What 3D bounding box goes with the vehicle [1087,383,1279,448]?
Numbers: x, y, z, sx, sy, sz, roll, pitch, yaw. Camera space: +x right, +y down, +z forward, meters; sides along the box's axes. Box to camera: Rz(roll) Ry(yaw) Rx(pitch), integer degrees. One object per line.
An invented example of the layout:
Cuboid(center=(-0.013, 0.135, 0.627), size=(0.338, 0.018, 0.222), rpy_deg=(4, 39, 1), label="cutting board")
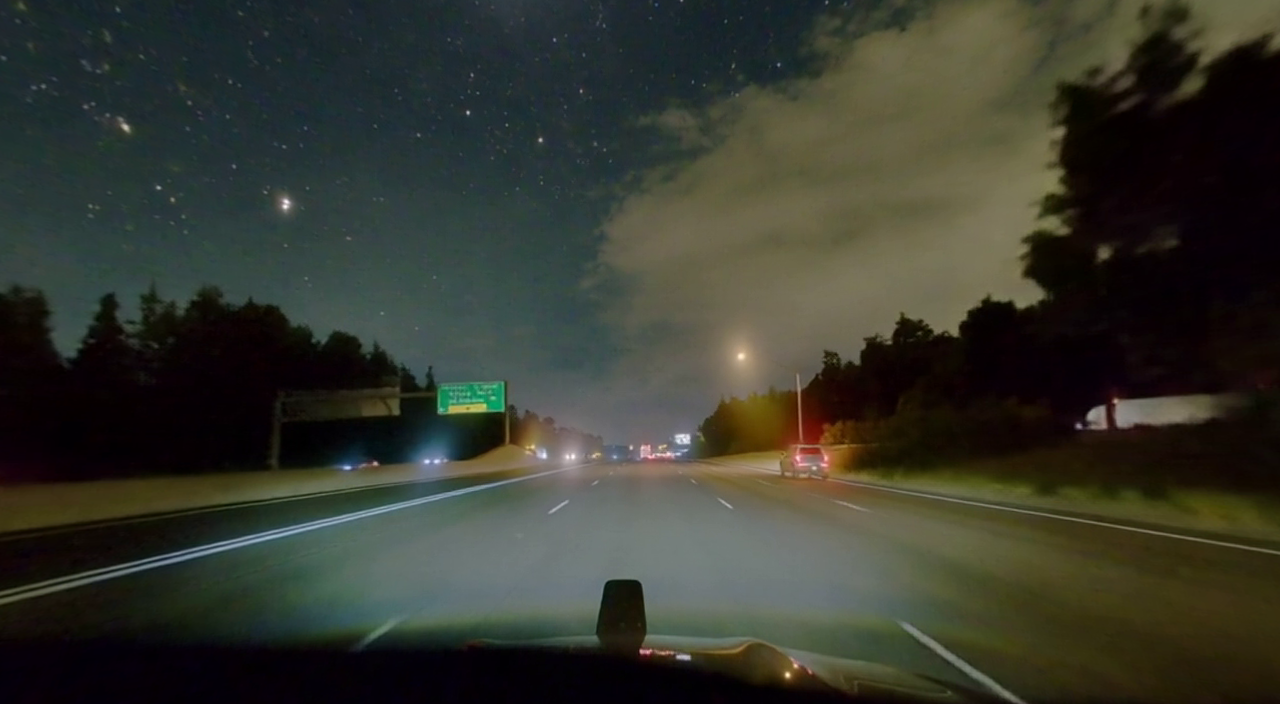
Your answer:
Cuboid(center=(40.698, 5.107, 47.137), size=(2.876, 4.046, 13.881), rpy_deg=(1, -9, -8), label="vehicle")
